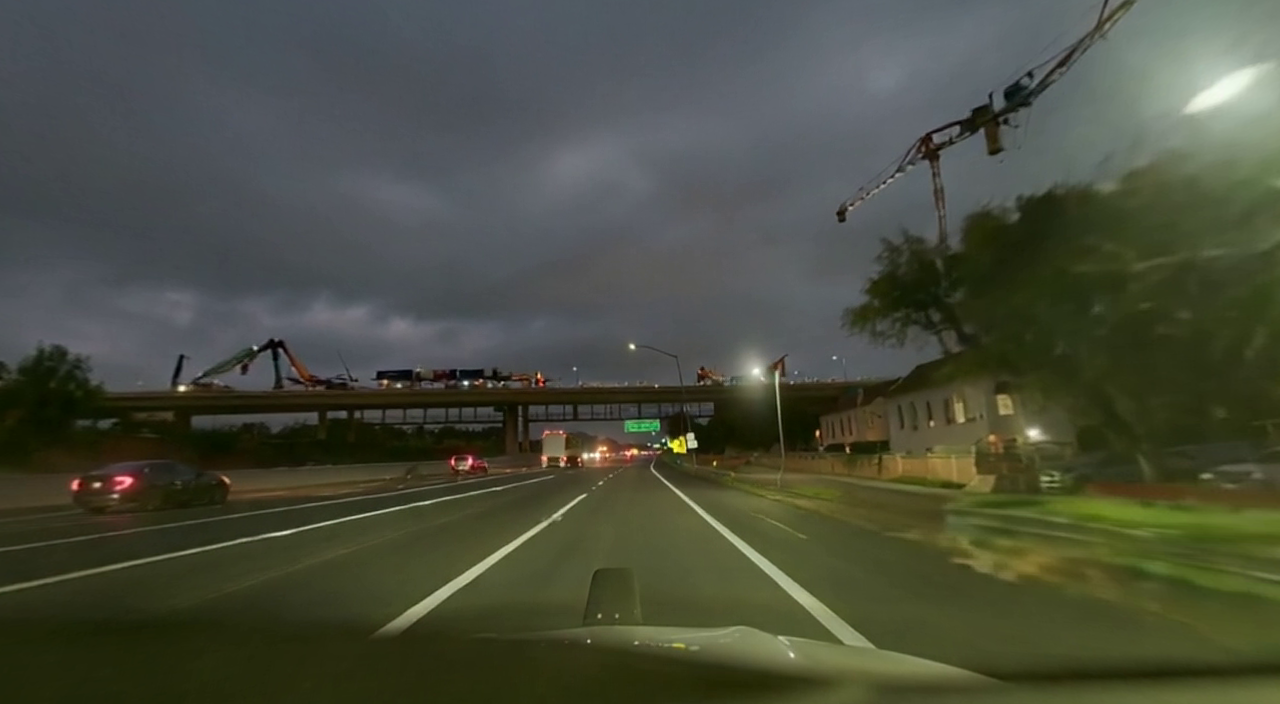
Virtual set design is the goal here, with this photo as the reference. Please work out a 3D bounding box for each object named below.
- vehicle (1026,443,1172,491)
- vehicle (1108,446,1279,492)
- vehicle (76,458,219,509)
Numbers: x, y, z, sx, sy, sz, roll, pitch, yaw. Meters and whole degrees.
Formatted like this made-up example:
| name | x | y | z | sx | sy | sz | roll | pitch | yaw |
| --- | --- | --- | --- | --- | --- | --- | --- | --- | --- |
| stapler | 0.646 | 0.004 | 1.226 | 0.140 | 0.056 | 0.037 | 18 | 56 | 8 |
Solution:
| name | x | y | z | sx | sy | sz | roll | pitch | yaw |
| --- | --- | --- | --- | --- | --- | --- | --- | --- | --- |
| vehicle | 21.621 | 5.410 | 29.974 | 4.877 | 1.907 | 2.479 | -3 | -8 | 0 |
| vehicle | 22.439 | 4.732 | 25.700 | 5.123 | 1.786 | 2.064 | 0 | -9 | -1 |
| vehicle | -19.269 | 5.131 | 25.051 | 1.932 | 1.752 | 4.541 | 0 | -9 | 1 |
